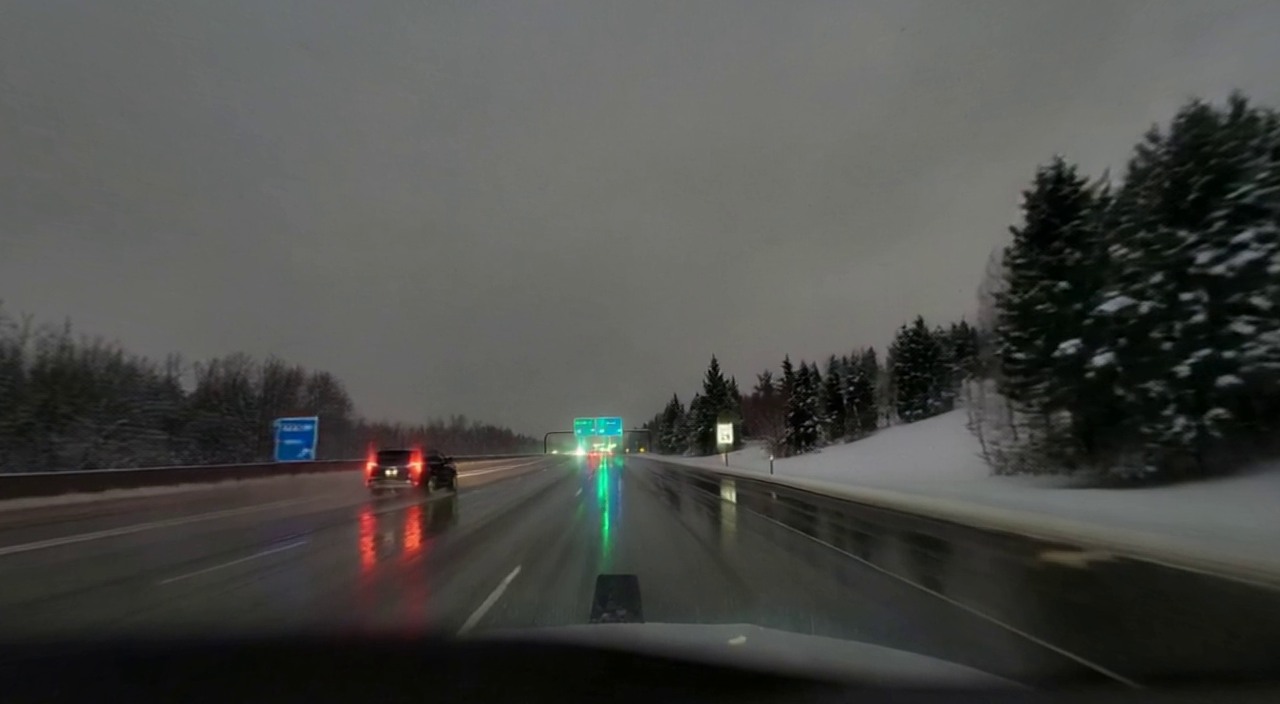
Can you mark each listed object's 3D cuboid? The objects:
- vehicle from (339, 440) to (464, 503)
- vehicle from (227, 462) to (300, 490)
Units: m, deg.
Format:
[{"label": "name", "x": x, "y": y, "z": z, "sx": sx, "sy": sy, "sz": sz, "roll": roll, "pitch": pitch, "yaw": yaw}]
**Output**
[{"label": "vehicle", "x": -6.856, "y": 3.467, "z": 18.689, "sx": 2.098, "sy": 1.606, "sz": 4.227, "roll": 0, "pitch": -9, "yaw": -1}, {"label": "vehicle", "x": -22.730, "y": 7.486, "z": 38.325, "sx": 1.770, "sy": 1.467, "sz": 4.590, "roll": 0, "pitch": -9, "yaw": -2}]
